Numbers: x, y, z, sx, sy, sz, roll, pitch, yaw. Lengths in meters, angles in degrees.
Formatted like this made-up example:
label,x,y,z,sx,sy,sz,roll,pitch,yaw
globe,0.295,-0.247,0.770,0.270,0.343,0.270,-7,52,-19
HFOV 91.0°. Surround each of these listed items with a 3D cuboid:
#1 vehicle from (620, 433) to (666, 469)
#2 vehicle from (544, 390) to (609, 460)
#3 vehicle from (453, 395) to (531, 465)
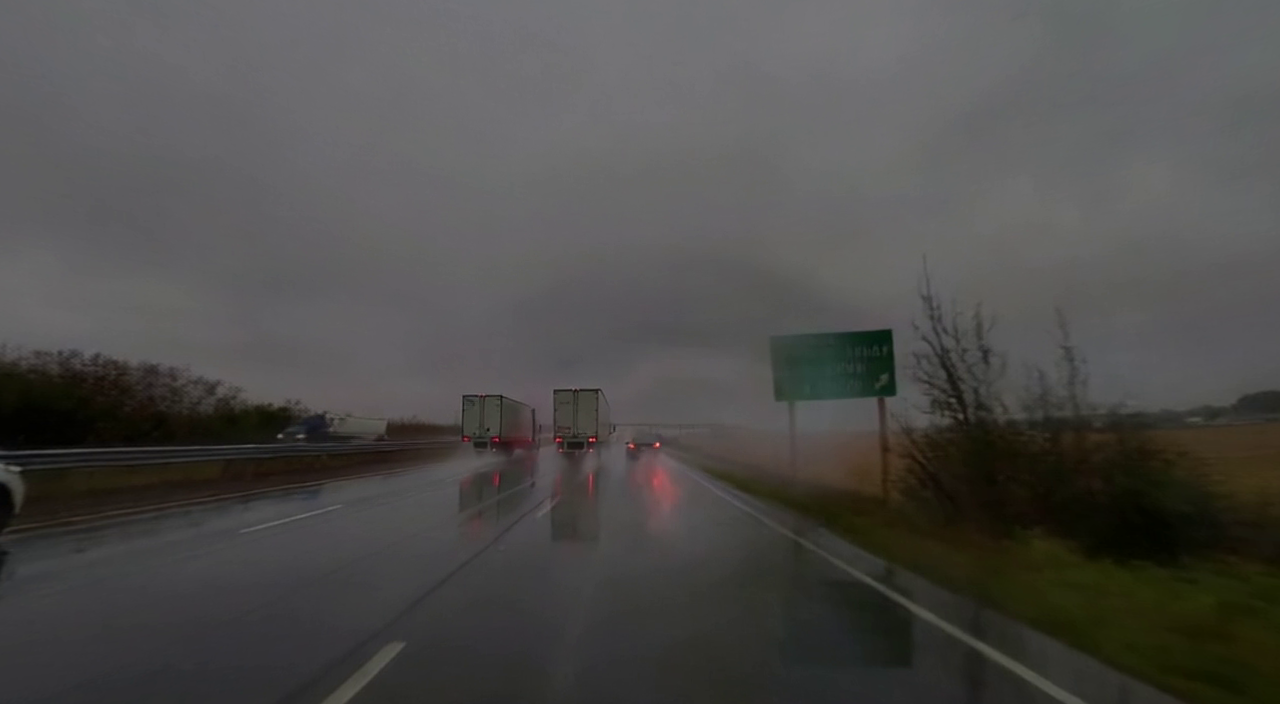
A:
label,x,y,z,sx,sy,sz,roll,pitch,yaw
vehicle,0.071,4.403,28.134,1.891,1.477,3.599,0,-8,-2
vehicle,-4.122,5.425,45.177,3.475,4.037,17.454,0,-8,-2
vehicle,-7.860,4.325,34.446,2.728,3.405,7.096,0,-8,-2
